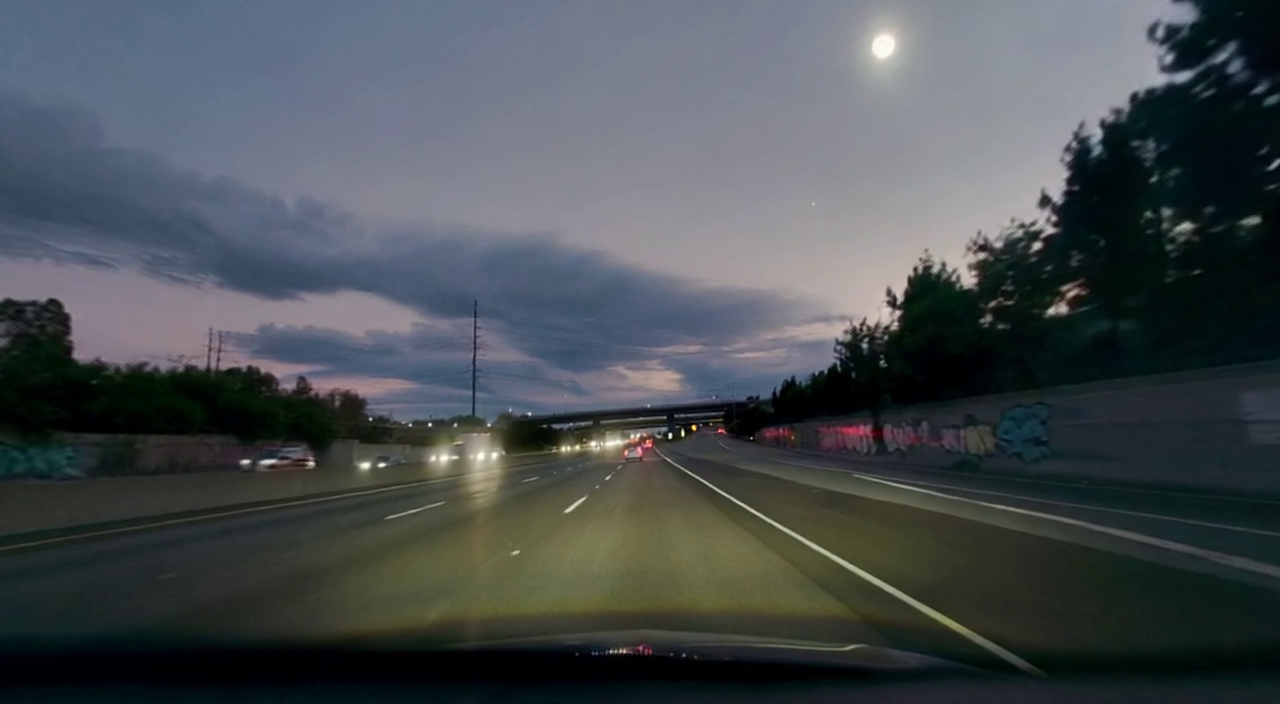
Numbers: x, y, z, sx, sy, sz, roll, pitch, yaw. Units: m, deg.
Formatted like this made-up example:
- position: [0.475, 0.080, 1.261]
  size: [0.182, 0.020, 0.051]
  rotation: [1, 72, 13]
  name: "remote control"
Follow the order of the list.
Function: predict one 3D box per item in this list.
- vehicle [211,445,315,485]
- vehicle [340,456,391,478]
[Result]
- position: [-24.331, 7.312, 41.143]
  size: [2.557, 2.321, 6.654]
  rotation: [-1, -9, 1]
  name: "vehicle"
- position: [-20.420, 8.553, 47.048]
  size: [1.770, 1.473, 4.573]
  rotation: [-1, -9, 0]
  name: "vehicle"
